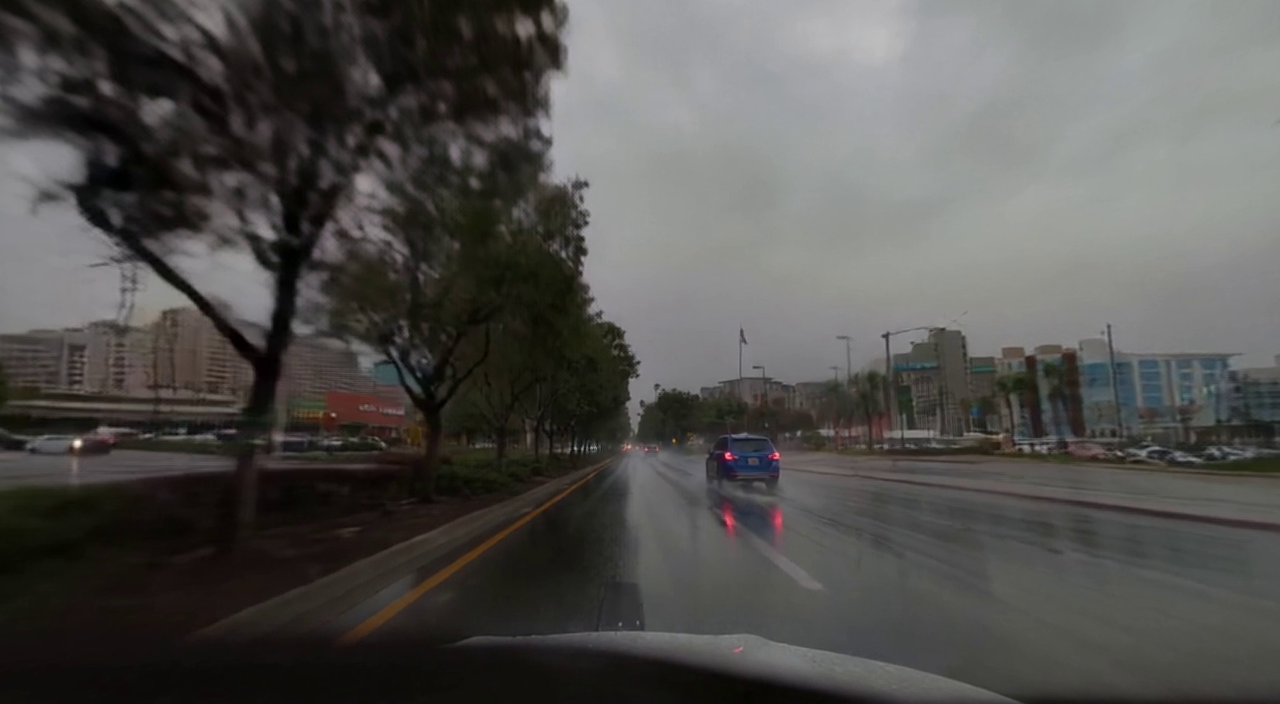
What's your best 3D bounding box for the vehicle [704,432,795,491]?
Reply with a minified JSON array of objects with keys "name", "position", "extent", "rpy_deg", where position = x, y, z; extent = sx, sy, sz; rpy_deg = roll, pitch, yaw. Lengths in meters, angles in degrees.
[{"name":"vehicle","position":[3.394,3.500,20.520],"extent":[2.072,1.696,4.177],"rpy_deg":[0,-8,-2]}]
